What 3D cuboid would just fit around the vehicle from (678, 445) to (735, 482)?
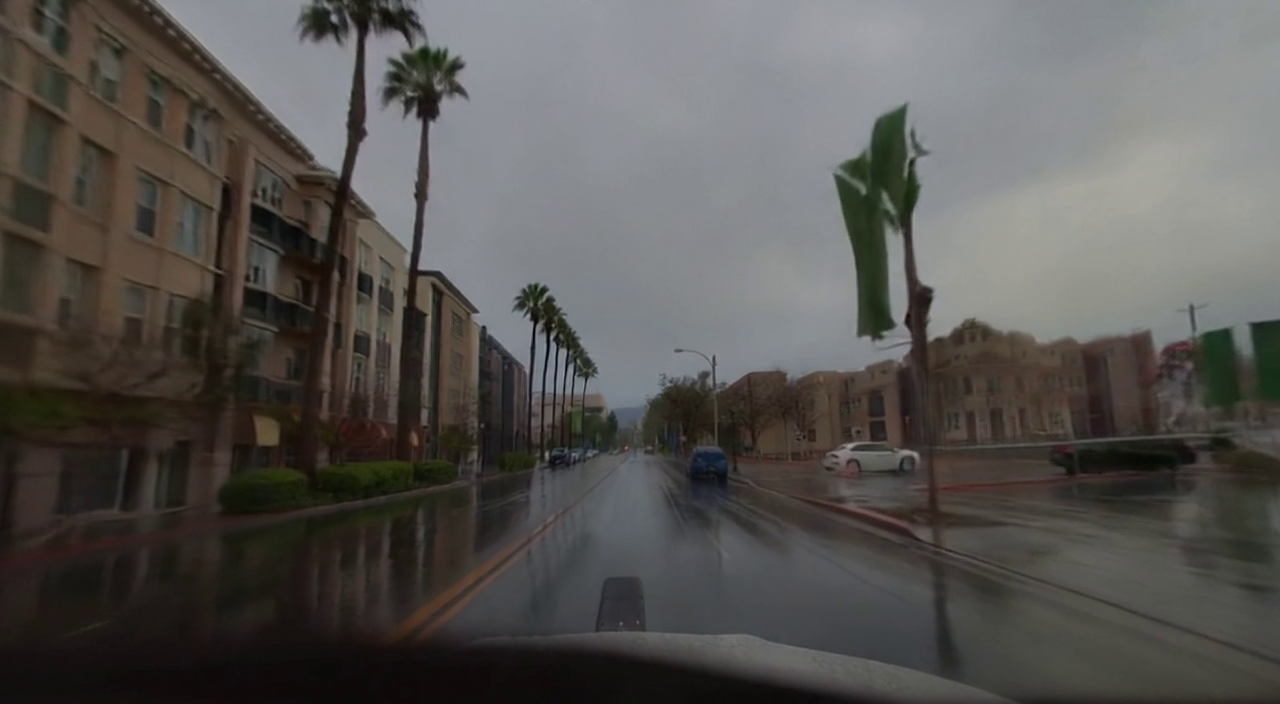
[{"bbox_3d":[2.869,4.936,28.279,1.985,1.543,4.112,0,-9,-2],"label":"vehicle"}]
